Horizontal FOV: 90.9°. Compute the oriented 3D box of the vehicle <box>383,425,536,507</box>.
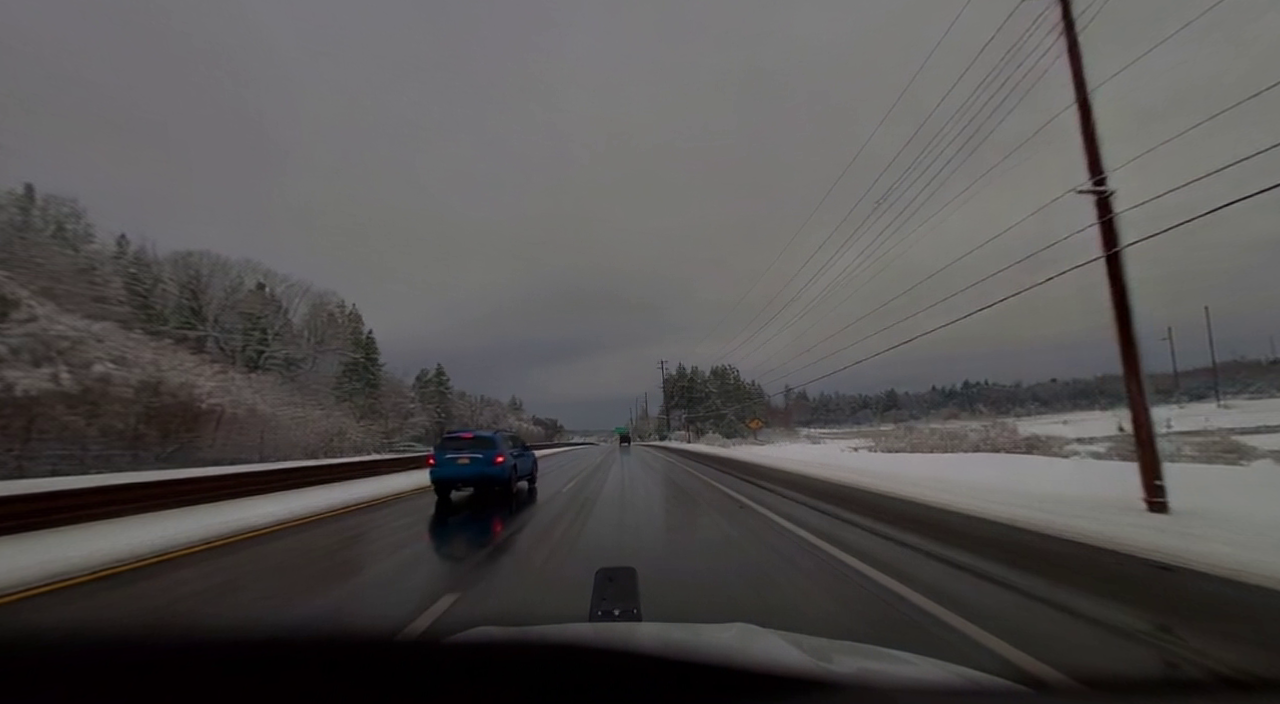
[{"bbox_3d":[-3.822,2.489,14.382,2.150,1.532,4.671,0,-8,-1],"label":"vehicle"}]
